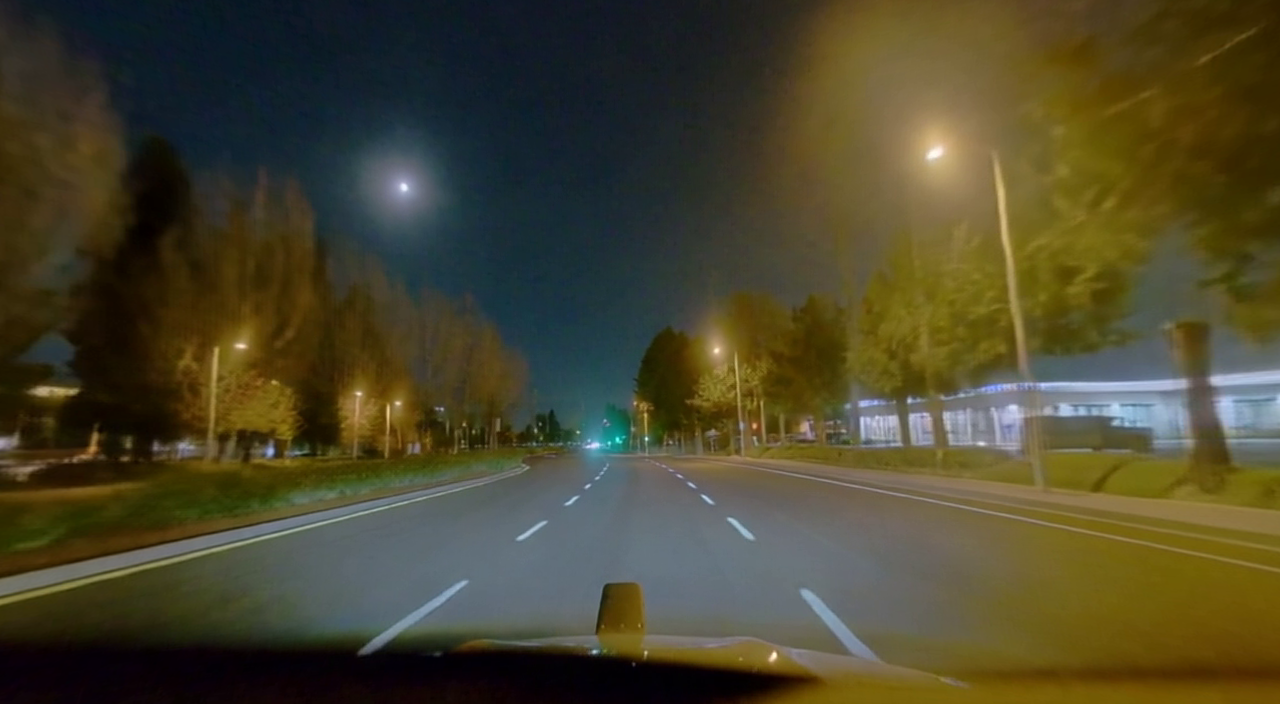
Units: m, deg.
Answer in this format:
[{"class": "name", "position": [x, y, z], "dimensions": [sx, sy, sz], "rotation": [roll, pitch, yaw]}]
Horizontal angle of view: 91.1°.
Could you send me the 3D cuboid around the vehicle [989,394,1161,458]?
[{"class": "vehicle", "position": [23.408, 4.048, 34.067], "dimensions": [7.144, 3.248, 2.873], "rotation": [1, -9, -3]}]
